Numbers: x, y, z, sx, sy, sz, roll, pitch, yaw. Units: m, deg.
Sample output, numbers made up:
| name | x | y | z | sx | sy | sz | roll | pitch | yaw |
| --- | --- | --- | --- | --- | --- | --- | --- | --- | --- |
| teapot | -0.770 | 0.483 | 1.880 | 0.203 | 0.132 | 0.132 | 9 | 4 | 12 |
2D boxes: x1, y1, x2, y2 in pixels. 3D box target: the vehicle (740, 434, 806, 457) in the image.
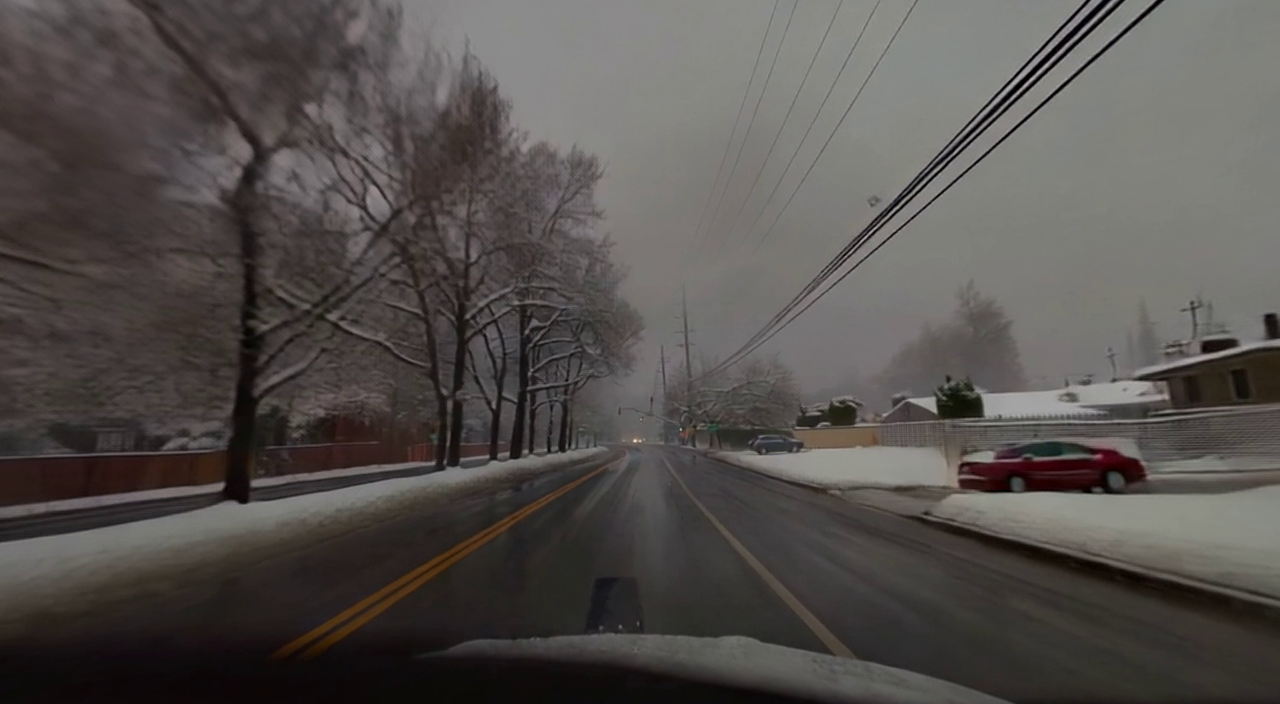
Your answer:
| name | x | y | z | sx | sy | sz | roll | pitch | yaw |
| --- | --- | --- | --- | --- | --- | --- | --- | --- | --- |
| vehicle | 9.871 | 6.992 | 47.189 | 4.387 | 1.680 | 1.958 | 1 | -8 | -3 |

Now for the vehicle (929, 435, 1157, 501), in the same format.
| name | x | y | z | sx | sy | sz | roll | pitch | yaw |
| --- | --- | --- | --- | --- | --- | --- | --- | --- | --- |
| vehicle | 9.291 | 2.678 | 14.797 | 4.159 | 1.408 | 1.822 | 1 | -8 | -5 |
